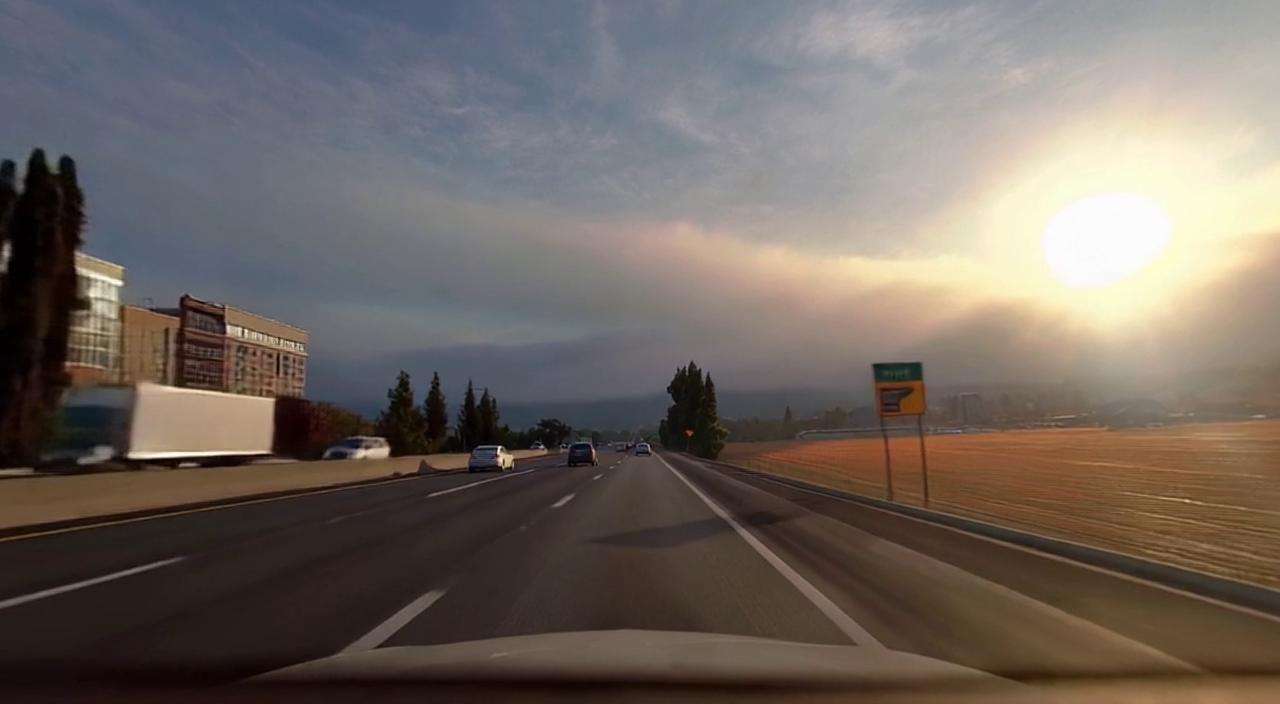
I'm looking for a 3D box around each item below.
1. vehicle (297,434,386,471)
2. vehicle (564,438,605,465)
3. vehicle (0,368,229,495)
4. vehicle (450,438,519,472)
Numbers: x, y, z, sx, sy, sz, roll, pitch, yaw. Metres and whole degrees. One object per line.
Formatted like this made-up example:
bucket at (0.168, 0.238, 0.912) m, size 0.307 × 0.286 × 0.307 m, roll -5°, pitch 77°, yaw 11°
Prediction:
vehicle at (-14.978, 5.089, 31.973) m, size 2.136 × 1.700 × 4.727 m, roll 0°, pitch -8°, yaw 1°
vehicle at (-3.539, 6.458, 41.023) m, size 2.083 × 1.588 × 4.801 m, roll 0°, pitch -8°, yaw 1°
vehicle at (-18.981, 2.899, 22.450) m, size 2.951 × 3.679 × 8.155 m, roll 0°, pitch -9°, yaw 0°
vehicle at (-7.389, 4.944, 30.440) m, size 2.034 × 1.523 × 4.627 m, roll 0°, pitch -8°, yaw 1°
